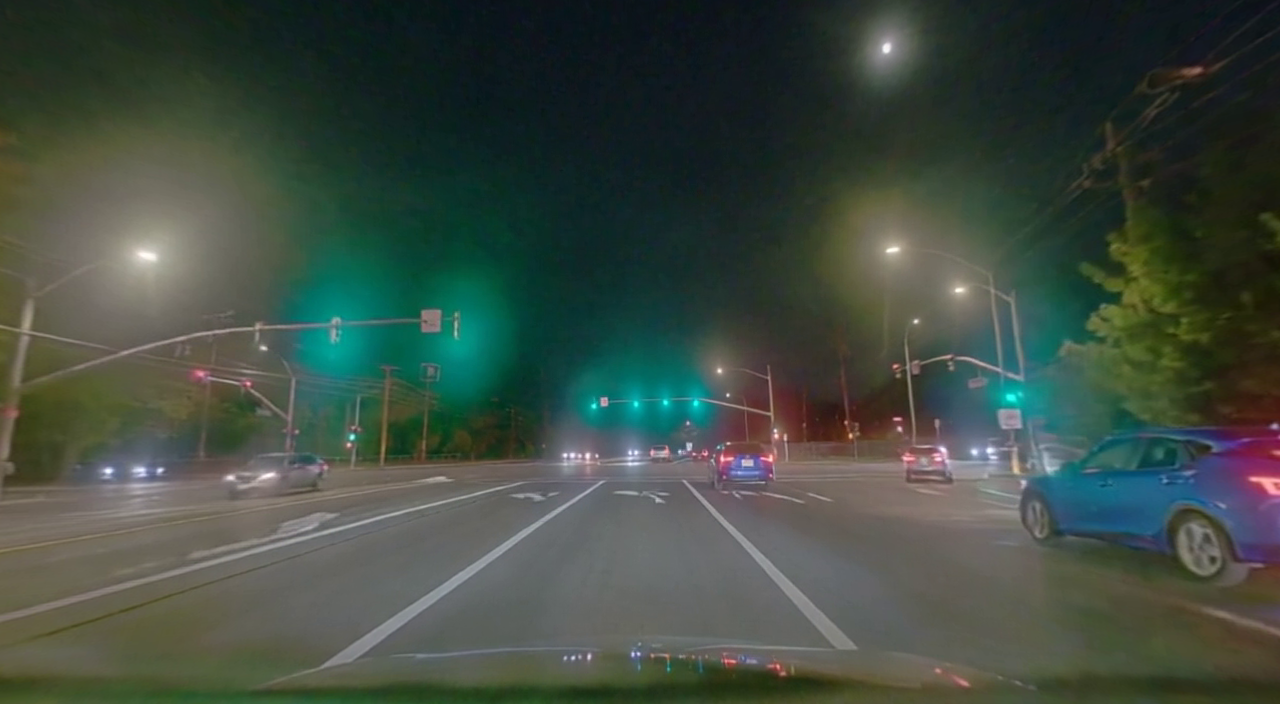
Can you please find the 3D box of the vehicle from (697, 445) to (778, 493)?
[{"bbox_3d":[3.212,3.944,21.727,2.035,1.460,4.392,0,-8,-1],"label":"vehicle"}]

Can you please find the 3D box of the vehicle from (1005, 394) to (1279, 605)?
[{"bbox_3d":[6.539,1.543,7.280,2.029,1.795,4.371,0,-8,0],"label":"vehicle"}]

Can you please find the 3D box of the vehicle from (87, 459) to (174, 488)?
[{"bbox_3d":[-37.144,8.866,46.131,4.650,1.672,2.119,-4,-8,1],"label":"vehicle"}]

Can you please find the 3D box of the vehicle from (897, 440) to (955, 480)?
[{"bbox_3d":[13.704,5.157,30.462,1.949,1.758,4.215,-3,-9,17],"label":"vehicle"}]
